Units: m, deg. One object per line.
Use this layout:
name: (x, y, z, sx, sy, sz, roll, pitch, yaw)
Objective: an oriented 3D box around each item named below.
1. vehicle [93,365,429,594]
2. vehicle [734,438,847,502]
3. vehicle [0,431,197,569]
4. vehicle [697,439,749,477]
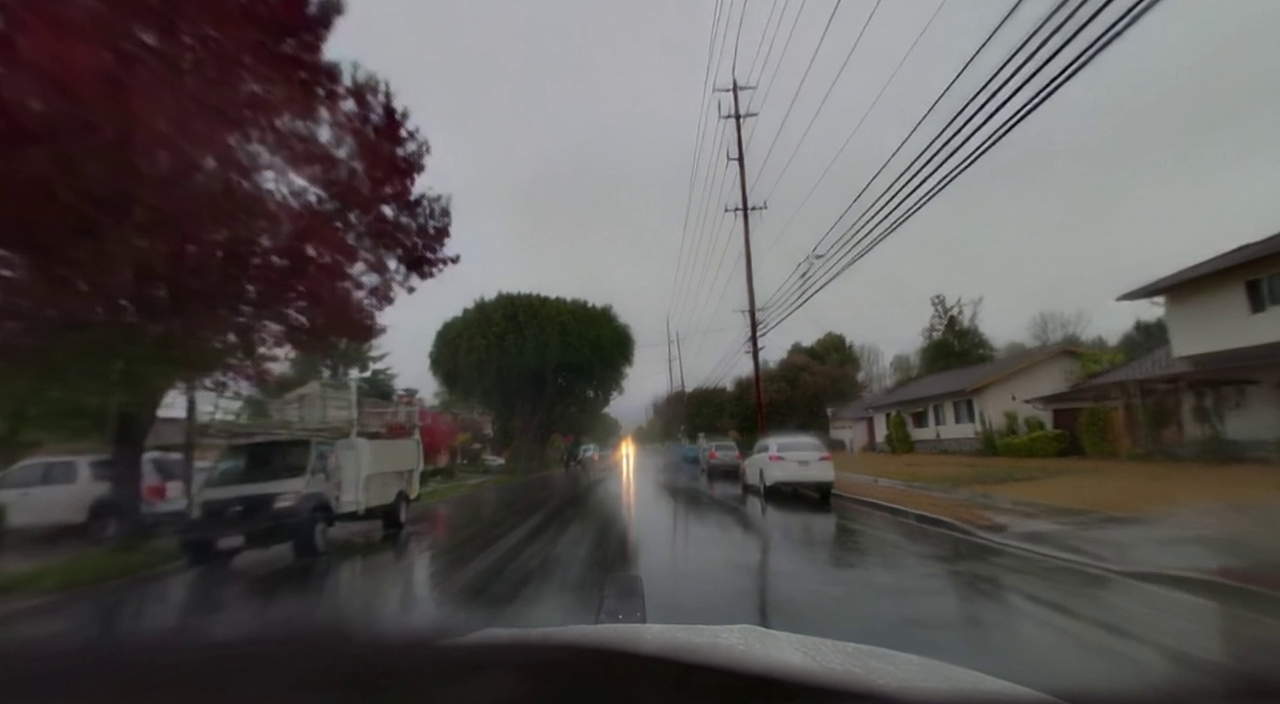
vehicle: (-6.032, 2.120, 11.438, 2.313, 2.875, 6.057, -4, -9, 0)
vehicle: (4.086, 3.297, 18.057, 2.016, 1.544, 4.645, 0, -9, -1)
vehicle: (-11.778, 2.638, 11.041, 6.187, 1.991, 2.728, -5, -9, 3)
vehicle: (4.135, 5.387, 32.182, 2.105, 1.755, 4.749, 0, -9, 1)
